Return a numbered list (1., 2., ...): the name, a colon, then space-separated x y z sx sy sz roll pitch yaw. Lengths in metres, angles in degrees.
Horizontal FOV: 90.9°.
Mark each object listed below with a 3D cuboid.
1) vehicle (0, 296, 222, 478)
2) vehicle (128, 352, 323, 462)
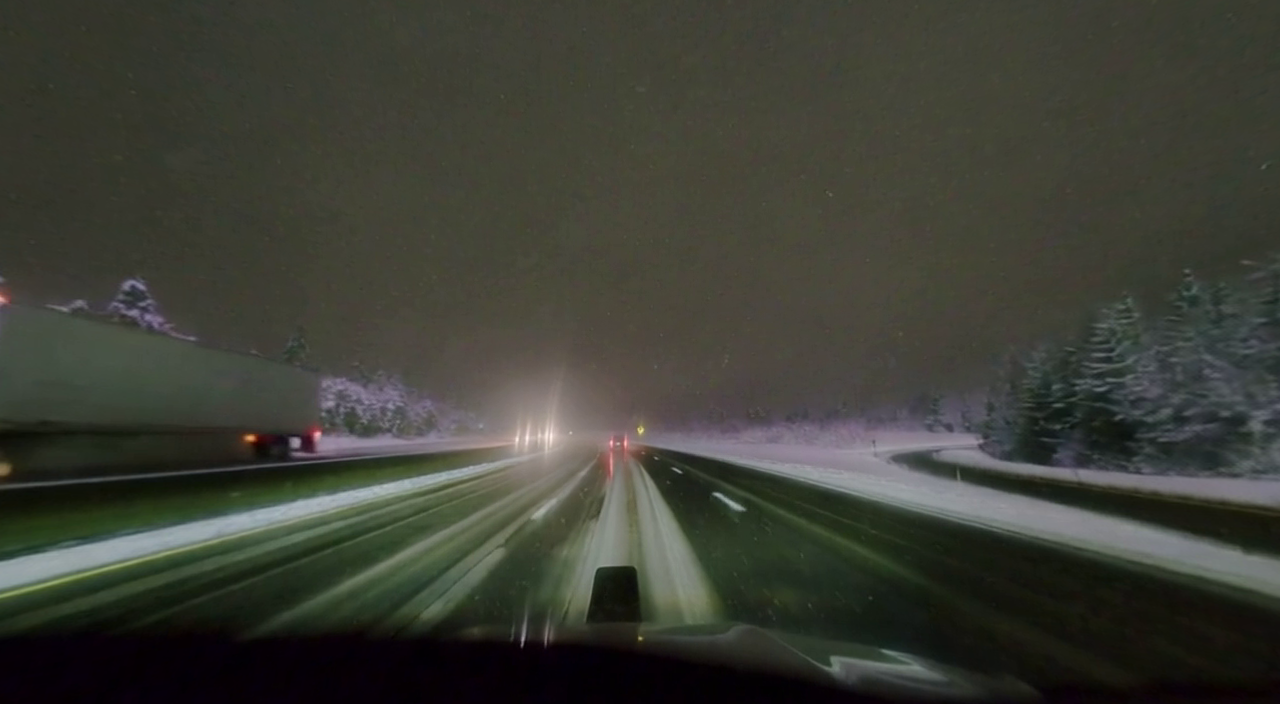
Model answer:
1. vehicle: -16.817 1.120 17.221 2.953 4.309 11.639 0 -8 -1
2. vehicle: -17.037 2.512 26.887 2.869 4.000 7.977 0 -8 -1
